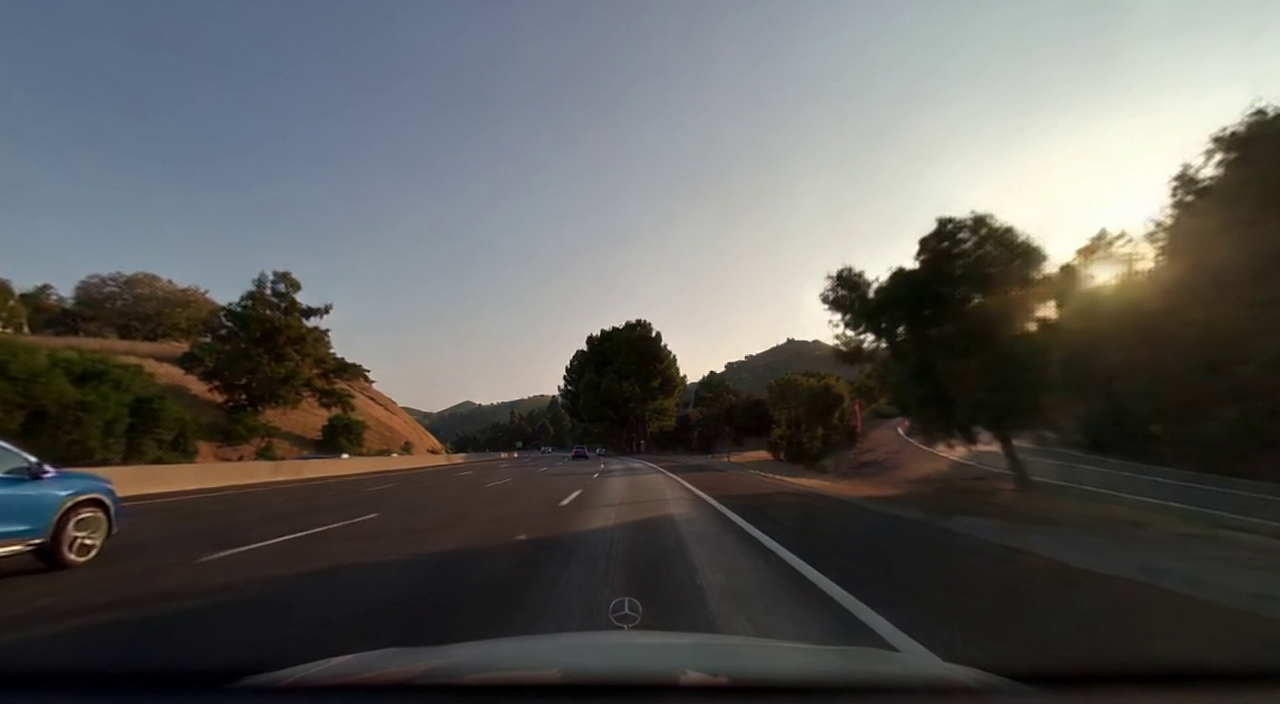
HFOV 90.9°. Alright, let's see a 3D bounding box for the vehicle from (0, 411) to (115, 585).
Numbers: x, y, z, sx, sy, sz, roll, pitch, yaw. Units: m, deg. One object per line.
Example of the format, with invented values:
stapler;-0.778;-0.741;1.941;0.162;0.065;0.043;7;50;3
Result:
vehicle;-7.386;1.308;5.265;2.046;1.712;4.533;0;-8;0
